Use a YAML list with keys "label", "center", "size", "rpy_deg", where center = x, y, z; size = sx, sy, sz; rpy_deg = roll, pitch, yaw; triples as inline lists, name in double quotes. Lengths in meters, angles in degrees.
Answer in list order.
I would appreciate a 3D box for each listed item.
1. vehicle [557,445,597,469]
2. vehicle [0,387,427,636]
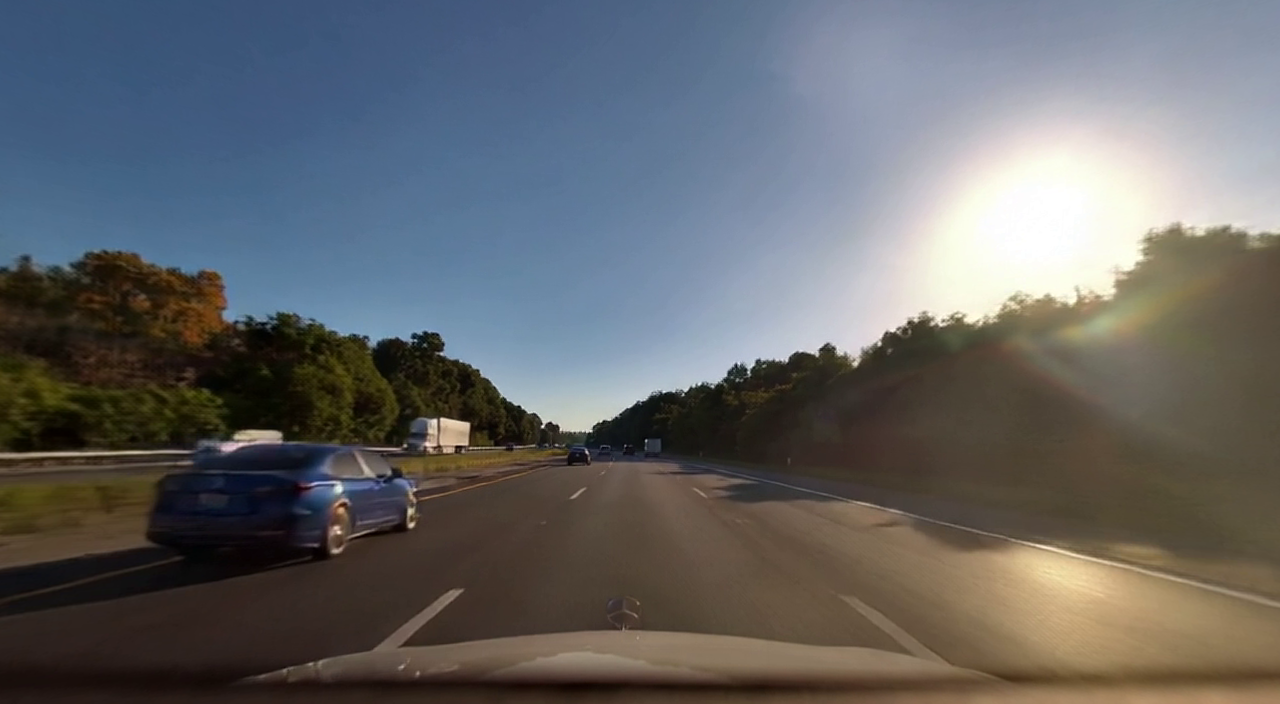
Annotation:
- label: "vehicle"
  center: [-4.084, 6.868, 41.322]
  size: [2.169, 1.473, 4.631]
  rpy_deg: [0, -9, 0]
- label: "vehicle"
  center: [-4.090, 1.420, 6.578]
  size: [2.108, 1.666, 4.558]
  rpy_deg: [0, -9, 0]
